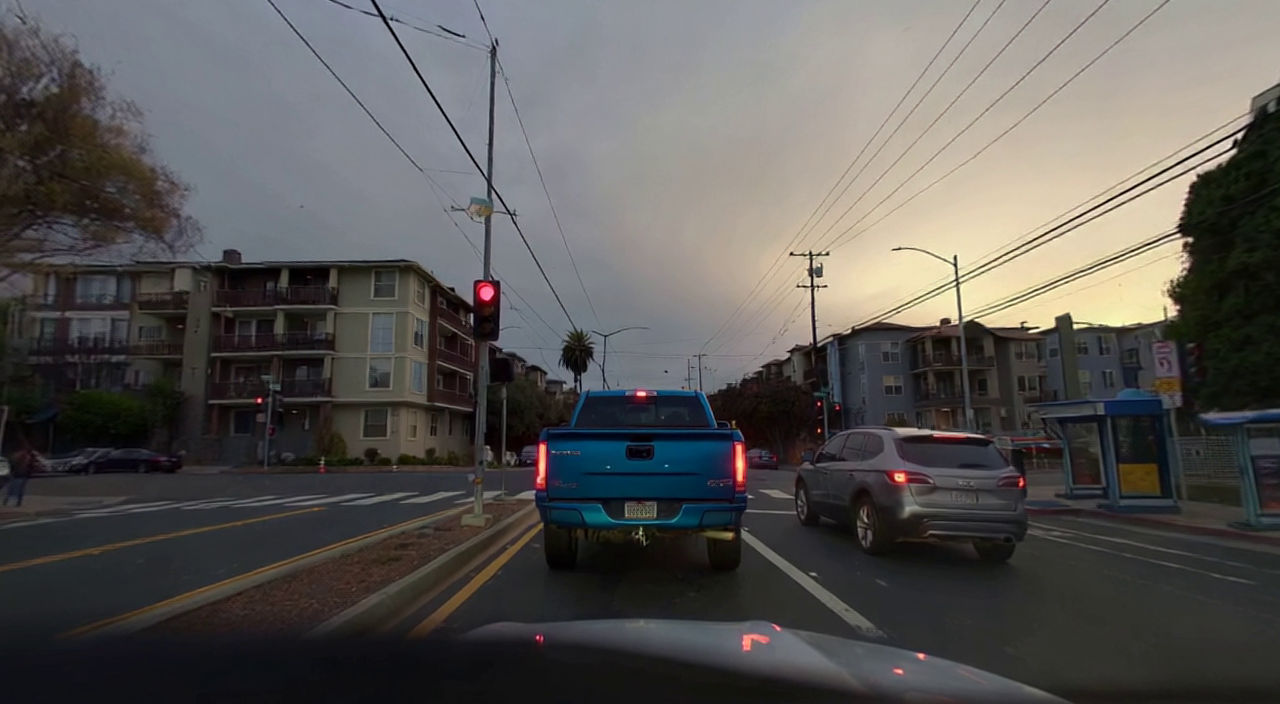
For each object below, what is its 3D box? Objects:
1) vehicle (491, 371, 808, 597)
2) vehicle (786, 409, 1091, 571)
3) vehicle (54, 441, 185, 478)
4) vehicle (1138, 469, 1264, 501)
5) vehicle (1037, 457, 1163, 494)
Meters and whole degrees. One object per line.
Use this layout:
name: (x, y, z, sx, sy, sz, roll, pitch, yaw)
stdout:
vehicle: (0.109, 1.518, 8.086, 2.738, 1.959, 5.070, 0, -8, 1)
vehicle: (3.838, 1.862, 9.362, 2.131, 1.759, 4.762, 0, -8, -1)
vehicle: (-24.860, 5.135, 30.199, 4.563, 1.692, 1.778, 0, -8, -2)
vehicle: (26.400, 6.267, 29.780, 4.071, 1.388, 1.884, 0, -8, 1)
vehicle: (21.771, 5.845, 29.966, 4.498, 1.618, 1.843, 0, -8, 0)
